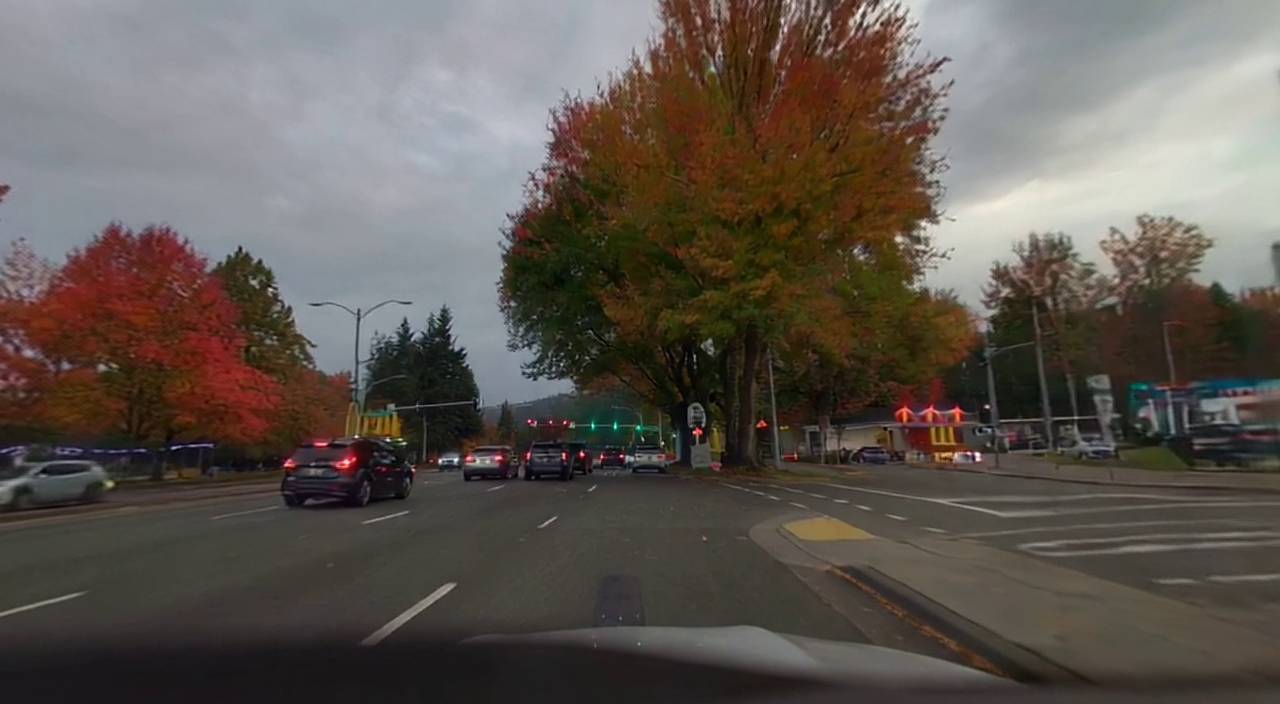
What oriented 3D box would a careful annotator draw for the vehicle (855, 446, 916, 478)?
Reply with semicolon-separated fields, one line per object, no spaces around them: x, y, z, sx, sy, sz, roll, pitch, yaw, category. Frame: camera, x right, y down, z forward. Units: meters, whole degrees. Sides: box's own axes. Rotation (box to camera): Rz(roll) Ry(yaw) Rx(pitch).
14.250;6.369;36.817;1.963;1.703;4.447;0;-9;3;vehicle

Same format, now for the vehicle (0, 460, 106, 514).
-20.038;4.247;20.003;1.852;1.507;4.791;0;-9;1;vehicle

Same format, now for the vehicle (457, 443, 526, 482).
-7.075;5.290;30.512;2.069;1.719;4.441;0;-9;2;vehicle

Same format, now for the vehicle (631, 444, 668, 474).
0.580;6.560;38.673;2.144;1.704;4.028;0;-9;0;vehicle

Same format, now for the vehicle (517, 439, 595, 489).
-2.994;4.125;23.518;2.165;1.663;4.513;0;-9;2;vehicle

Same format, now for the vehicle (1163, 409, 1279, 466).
25.428;3.435;25.578;5.755;2.030;2.287;-6;-11;17;vehicle

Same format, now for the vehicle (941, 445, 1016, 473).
20.105;6.350;37.648;1.938;1.490;4.750;0;-9;2;vehicle

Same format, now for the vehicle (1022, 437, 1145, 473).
20.280;4.727;29.077;1.899;1.521;4.410;2;-9;-13;vehicle

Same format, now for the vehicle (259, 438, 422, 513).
-7.288;3.020;15.922;1.932;1.596;4.247;0;-9;1;vehicle
